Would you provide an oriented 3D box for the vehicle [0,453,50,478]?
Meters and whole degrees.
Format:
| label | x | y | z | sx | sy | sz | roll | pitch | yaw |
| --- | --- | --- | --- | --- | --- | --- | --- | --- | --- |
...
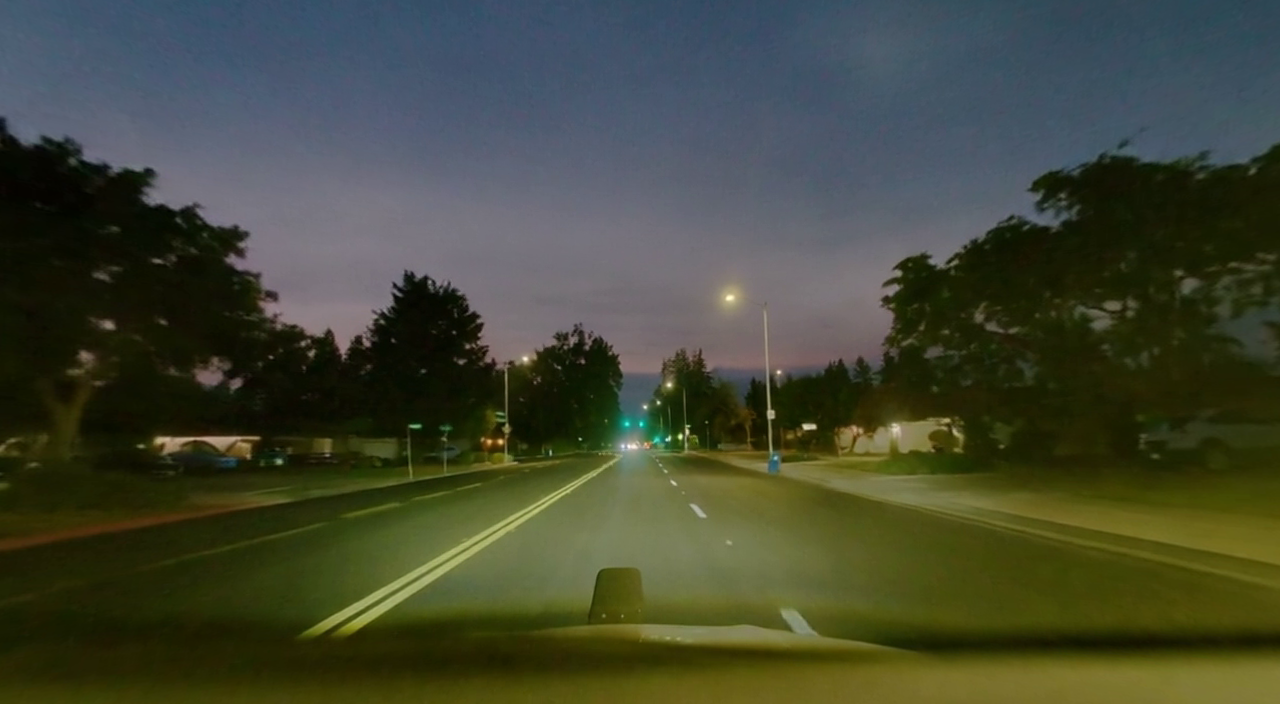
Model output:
| label | x | y | z | sx | sy | sz | roll | pitch | yaw |
| --- | --- | --- | --- | --- | --- | --- | --- | --- | --- |
| vehicle | -40.854 | 7.241 | 40.355 | 4.030 | 1.467 | 1.994 | 4 | -9 | -25 |

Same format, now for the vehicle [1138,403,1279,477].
| label | x | y | z | sx | sy | sz | roll | pitch | yaw |
| --- | --- | --- | --- | --- | --- | --- | --- | --- | --- |
| vehicle | 21.223 | 3.033 | 21.817 | 6.048 | 2.416 | 2.158 | 0 | -9 | 0 |

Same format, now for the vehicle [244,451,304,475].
| label | x | y | z | sx | sy | sz | roll | pitch | yaw |
| --- | --- | --- | --- | --- | --- | --- | --- | --- | --- |
| vehicle | -28.298 | 8.530 | 48.808 | 4.425 | 1.570 | 1.959 | -3 | -8 | 30 |

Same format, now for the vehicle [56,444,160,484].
| label | x | y | z | sx | sy | sz | roll | pitch | yaw |
| --- | --- | --- | --- | --- | --- | --- | --- | --- | --- |
| vehicle | -28.971 | 6.032 | 34.363 | 5.502 | 1.936 | 2.147 | -4 | -8 | 26 |

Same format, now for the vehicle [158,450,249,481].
| label | x | y | z | sx | sy | sz | roll | pitch | yaw |
| --- | --- | --- | --- | --- | --- | --- | --- | --- | --- |
| vehicle | -23.449 | 6.055 | 33.943 | 4.584 | 1.562 | 2.091 | -5 | -10 | 29 |
